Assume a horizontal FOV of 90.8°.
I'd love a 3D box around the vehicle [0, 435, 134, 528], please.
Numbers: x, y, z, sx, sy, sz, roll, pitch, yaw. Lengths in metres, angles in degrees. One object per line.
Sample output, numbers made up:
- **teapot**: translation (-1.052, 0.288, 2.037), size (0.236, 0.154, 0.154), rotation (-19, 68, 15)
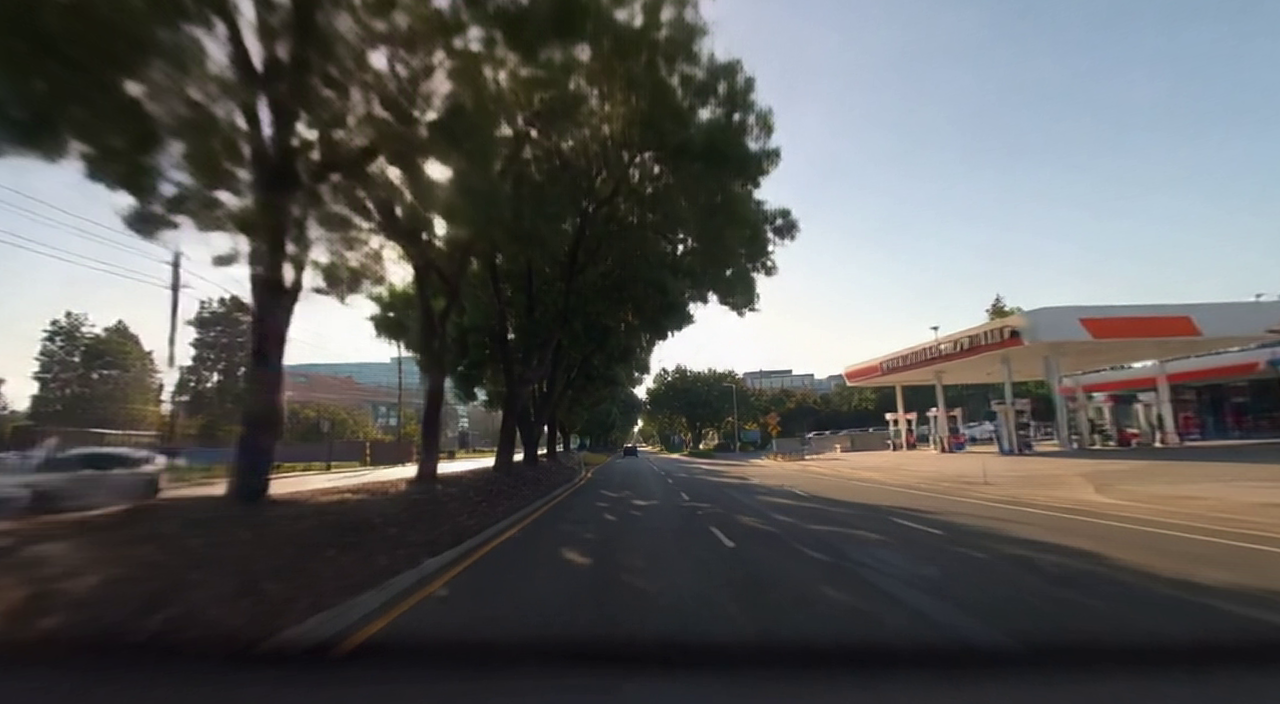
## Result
- **vehicle**: translation (-12.268, 2.415, 12.027), size (1.861, 1.616, 4.077), rotation (0, -8, 0)
